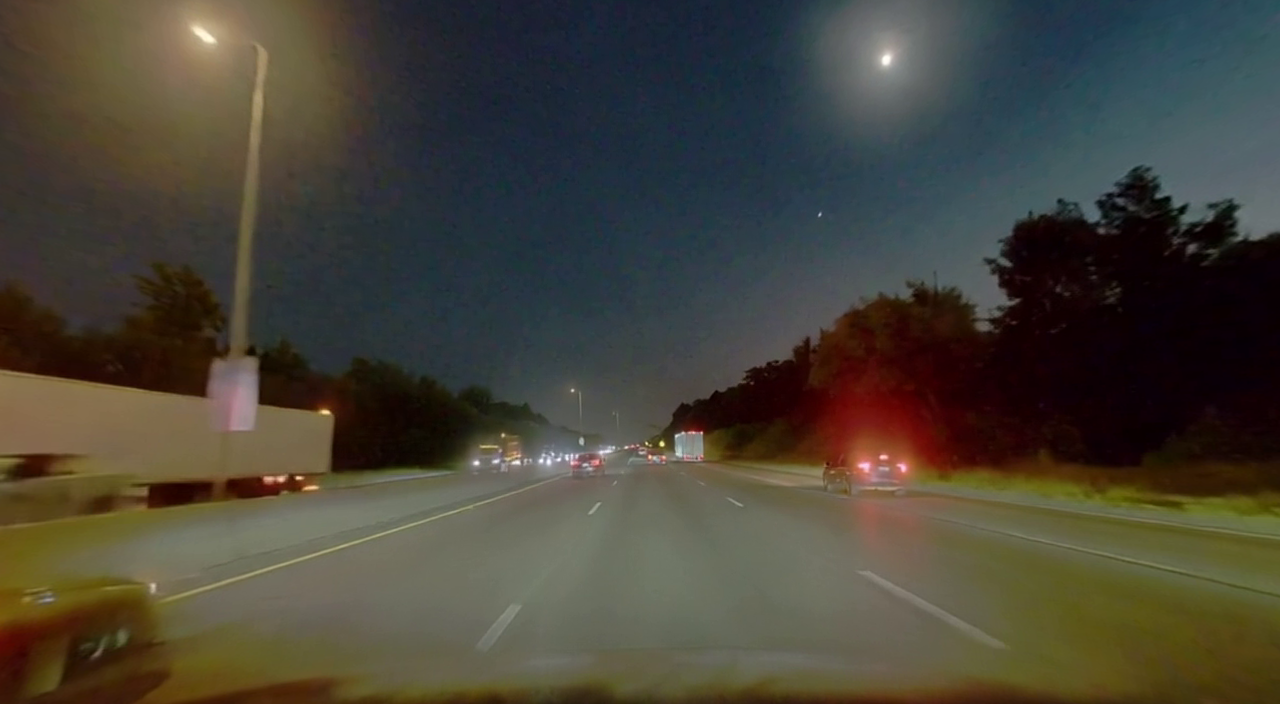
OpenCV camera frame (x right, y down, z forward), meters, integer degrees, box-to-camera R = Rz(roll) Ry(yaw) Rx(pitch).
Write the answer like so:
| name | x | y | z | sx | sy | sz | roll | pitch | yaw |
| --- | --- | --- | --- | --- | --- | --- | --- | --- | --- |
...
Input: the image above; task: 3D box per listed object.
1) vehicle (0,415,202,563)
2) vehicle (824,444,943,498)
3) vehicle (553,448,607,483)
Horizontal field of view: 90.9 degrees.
| name | x | y | z | sx | sy | sz | roll | pitch | yaw |
| --- | --- | --- | --- | --- | --- | --- | --- | --- | --- |
| vehicle | -11.422 | 2.391 | 11.353 | 2.334 | 2.350 | 6.510 | 0 | -9 | 0 |
| vehicle | 7.623 | 3.750 | 20.271 | 1.943 | 1.493 | 4.507 | 0 | -9 | -1 |
| vehicle | -2.814 | 5.430 | 30.448 | 2.191 | 1.563 | 4.318 | 0 | -9 | 0 |
